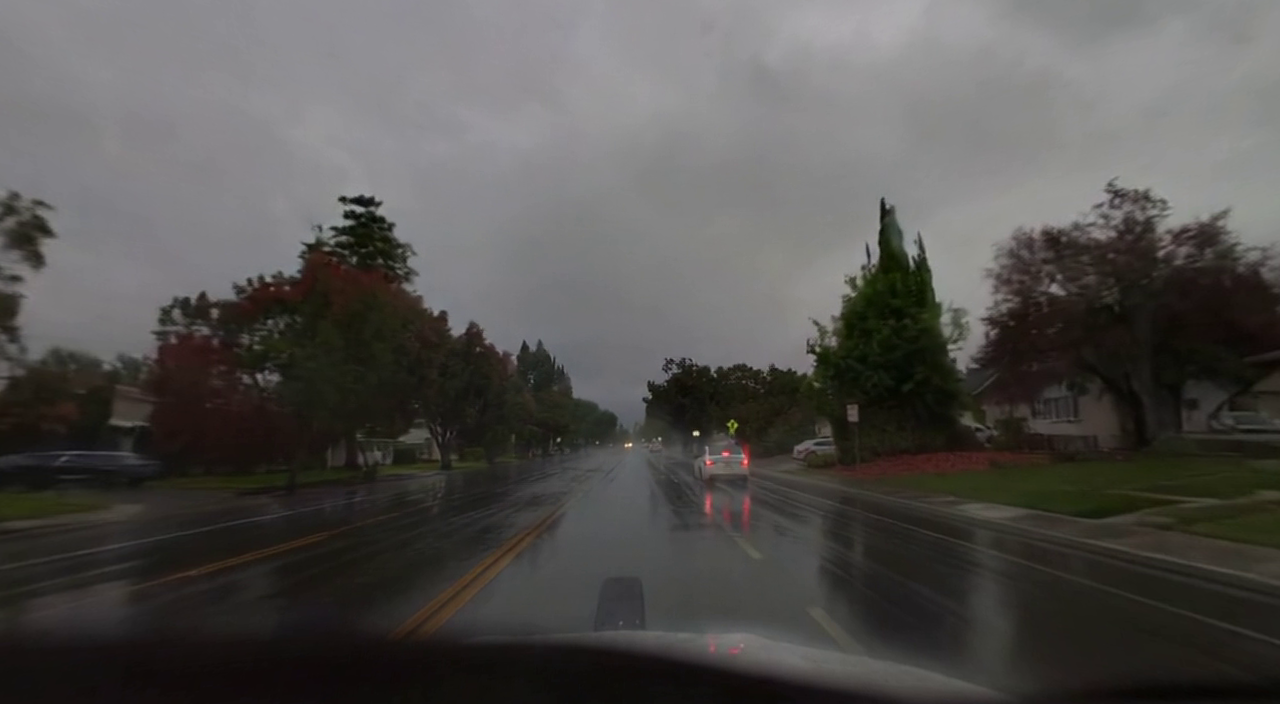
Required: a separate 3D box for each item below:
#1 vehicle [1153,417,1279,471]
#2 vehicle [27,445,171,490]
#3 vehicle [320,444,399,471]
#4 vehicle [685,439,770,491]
[{"bbox_3d":[18.599,2.791,19.092,4.343,1.519,2.051,0,-9,-1],"label":"vehicle"},{"bbox_3d":[-25.217,5.365,29.590,4.671,1.776,2.250,-3,-9,0],"label":"vehicle"},{"bbox_3d":[-20.513,7.714,46.367,4.741,1.916,2.169,0,-9,1],"label":"vehicle"},{"bbox_3d":[2.720,3.624,20.655,2.057,1.493,4.225,0,-9,-2],"label":"vehicle"}]
